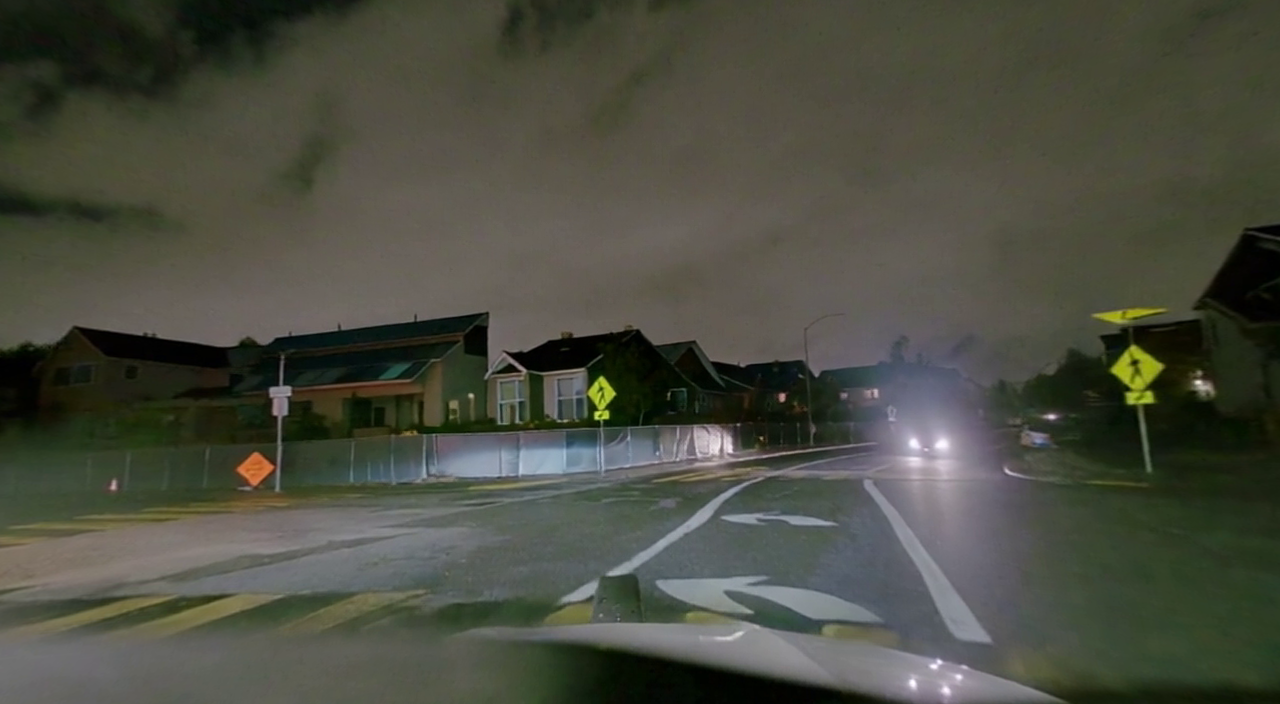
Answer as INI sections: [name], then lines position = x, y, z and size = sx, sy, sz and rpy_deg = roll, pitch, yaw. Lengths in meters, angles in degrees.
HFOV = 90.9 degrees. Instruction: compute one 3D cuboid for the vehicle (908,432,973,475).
[vehicle]
position = 11.432, 3.762, 23.834
size = 1.966, 1.455, 4.075
rpy_deg = -4, -9, 28
